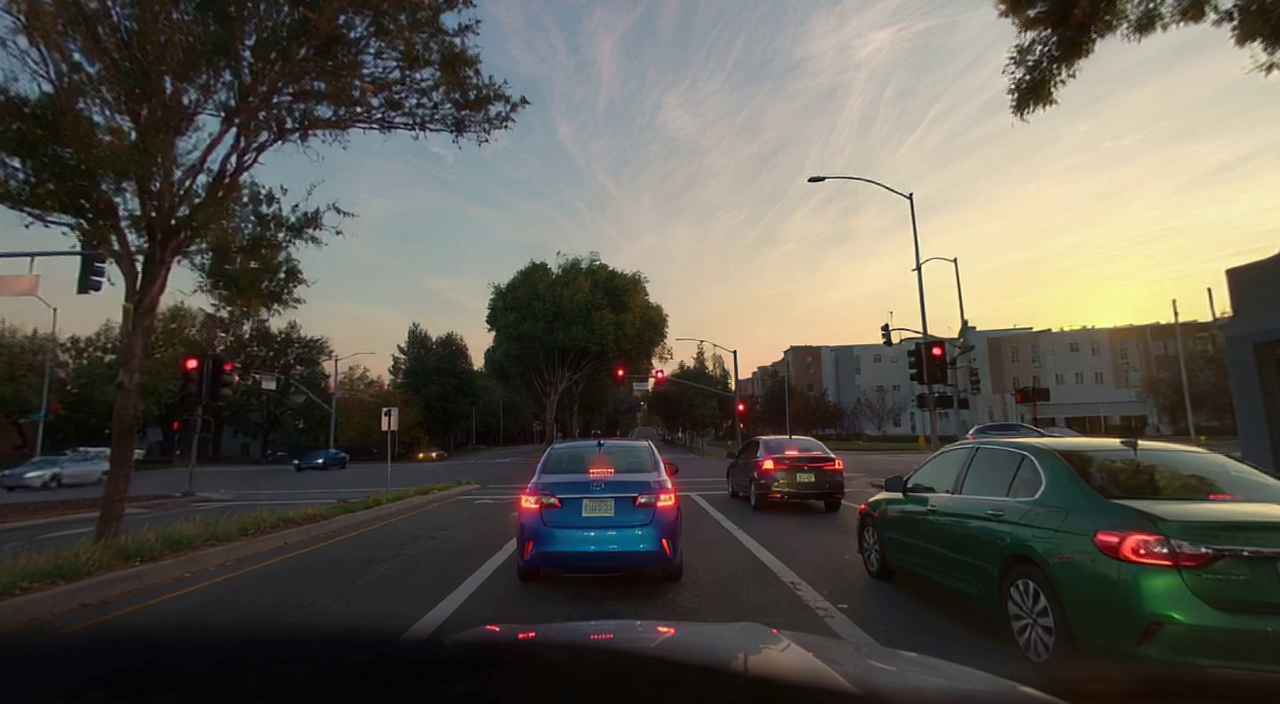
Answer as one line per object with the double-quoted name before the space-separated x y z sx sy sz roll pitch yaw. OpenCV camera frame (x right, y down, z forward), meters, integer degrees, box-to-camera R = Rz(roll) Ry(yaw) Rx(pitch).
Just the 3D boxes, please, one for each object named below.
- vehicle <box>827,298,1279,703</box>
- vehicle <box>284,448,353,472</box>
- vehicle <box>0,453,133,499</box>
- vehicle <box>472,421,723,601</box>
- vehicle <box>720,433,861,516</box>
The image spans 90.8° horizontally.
"vehicle" 3.572 1.104 5.050 2.572 1.945 5.065 0 -8 0
"vehicle" -21.660 7.278 42.825 2.091 1.534 4.846 0 -8 0
"vehicle" -21.883 4.600 23.828 1.863 1.496 4.389 0 -8 -1
"vehicle" -0.383 1.651 7.404 2.143 1.520 3.848 0 -8 -1
"vehicle" 3.148 2.667 14.328 2.026 1.549 4.559 0 -8 -1
